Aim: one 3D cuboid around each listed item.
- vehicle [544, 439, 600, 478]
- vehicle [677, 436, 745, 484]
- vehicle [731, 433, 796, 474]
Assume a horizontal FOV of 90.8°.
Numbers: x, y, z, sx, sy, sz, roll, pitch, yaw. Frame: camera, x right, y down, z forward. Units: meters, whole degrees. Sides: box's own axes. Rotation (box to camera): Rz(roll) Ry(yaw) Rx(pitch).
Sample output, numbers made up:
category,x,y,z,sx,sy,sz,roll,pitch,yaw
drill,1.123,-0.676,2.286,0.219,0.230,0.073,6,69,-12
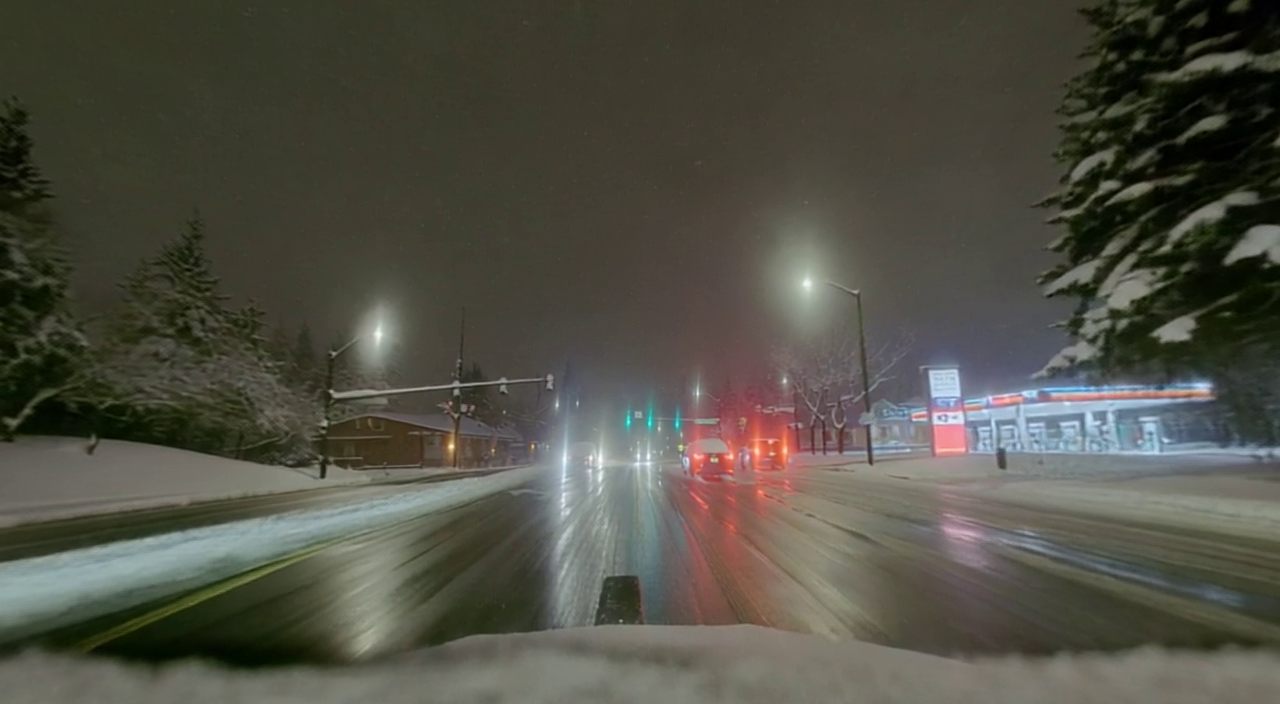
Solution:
category,x,y,z,sx,sy,sz,roll,pitch,yaw
vehicle,-3.390,5.403,32.321,2.261,1.820,4.255,0,-8,2
vehicle,2.806,4.396,26.045,2.140,1.800,4.660,0,-8,-1
vehicle,7.033,5.873,36.740,2.510,2.176,5.527,0,-8,-2
